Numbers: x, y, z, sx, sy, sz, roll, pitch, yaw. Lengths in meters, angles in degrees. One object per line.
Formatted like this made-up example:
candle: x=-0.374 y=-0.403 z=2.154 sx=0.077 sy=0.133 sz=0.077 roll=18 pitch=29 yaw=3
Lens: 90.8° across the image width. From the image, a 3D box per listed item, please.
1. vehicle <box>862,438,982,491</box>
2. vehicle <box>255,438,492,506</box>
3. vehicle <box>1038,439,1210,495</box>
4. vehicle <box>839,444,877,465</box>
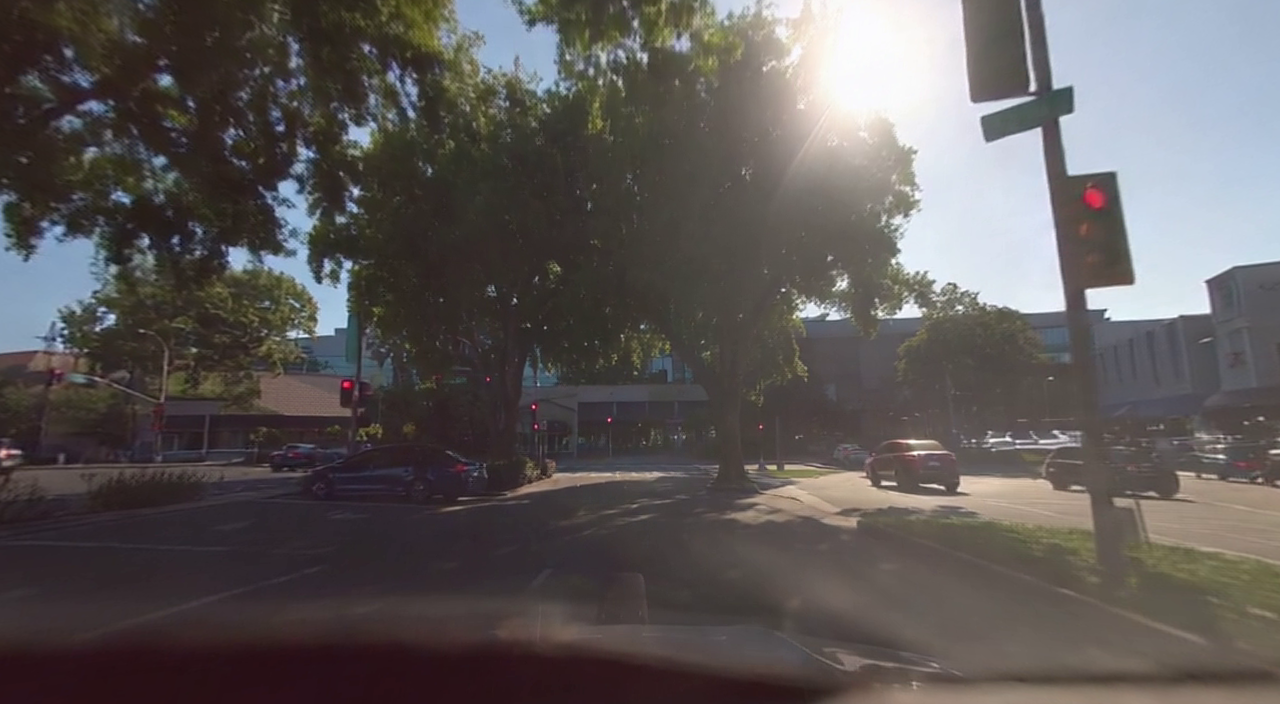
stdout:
vehicle: x=9.012 y=3.615 z=20.702 sx=2.061 sy=1.519 sz=4.794 roll=-1 pitch=-8 yaw=5
vehicle: x=-6.297 y=2.824 z=15.236 sx=4.792 sy=1.468 sz=2.116 roll=-1 pitch=-8 yaw=10
vehicle: x=14.386 y=3.414 z=19.178 sx=1.951 sy=1.491 sz=4.359 roll=-1 pitch=-8 yaw=4
vehicle: x=16.531 y=7.750 z=48.071 sx=1.824 sy=1.453 sz=4.148 roll=-3 pitch=-9 yaw=8
